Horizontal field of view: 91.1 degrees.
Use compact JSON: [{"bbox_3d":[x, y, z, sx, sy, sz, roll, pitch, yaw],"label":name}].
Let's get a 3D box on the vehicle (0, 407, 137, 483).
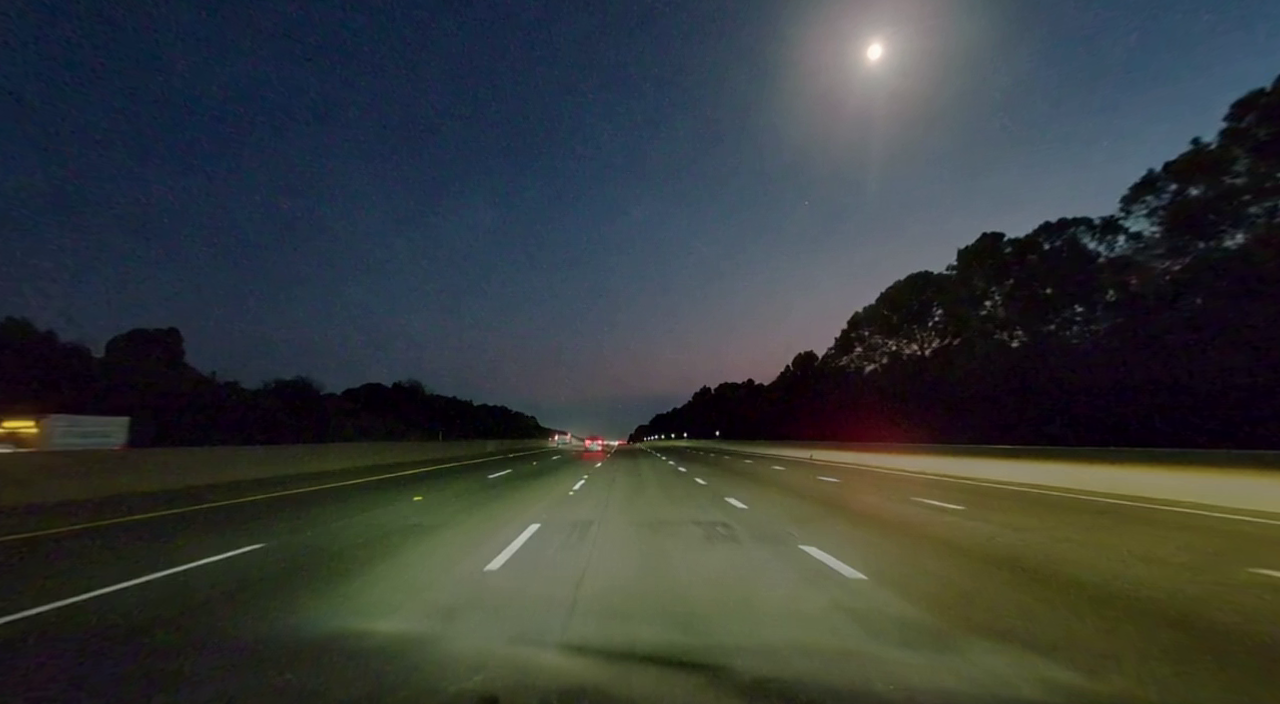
[{"bbox_3d":[-22.250,3.327,22.638,2.288,2.483,7.399,0,-8,-1],"label":"vehicle"}]
